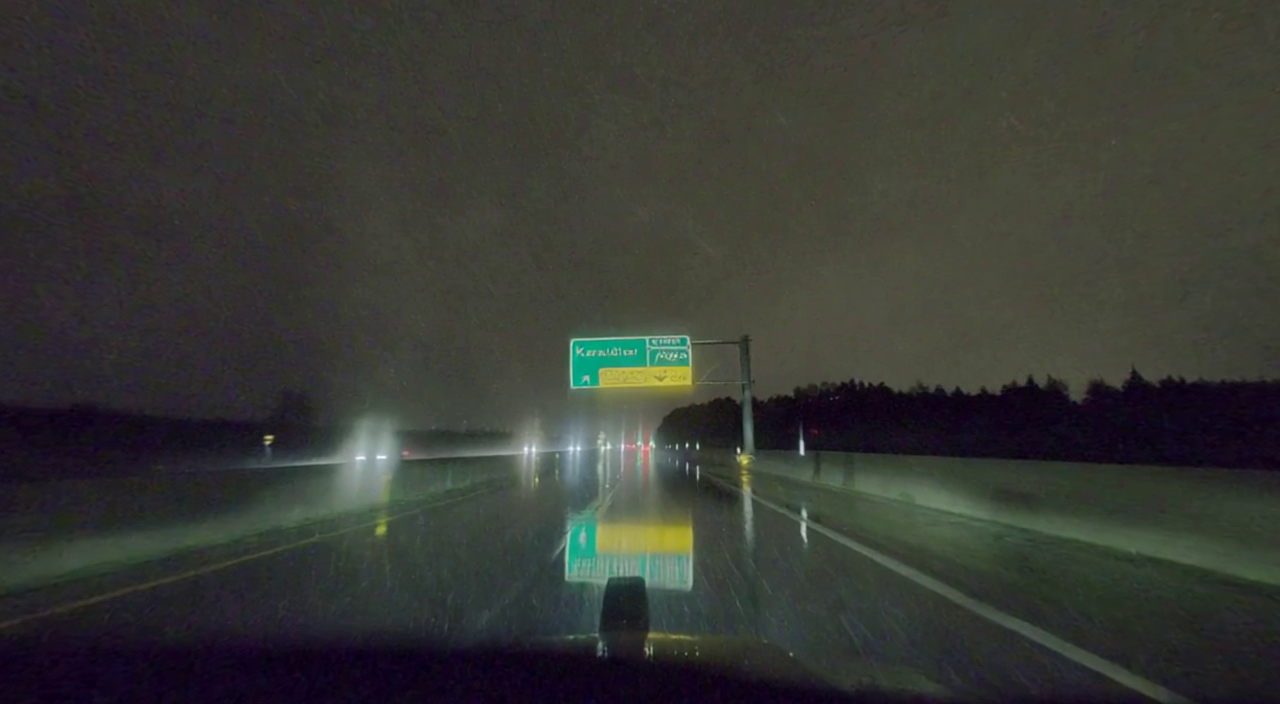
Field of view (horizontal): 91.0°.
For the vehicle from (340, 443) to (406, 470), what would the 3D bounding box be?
[{"bbox_3d":[-15.680,6.154,37.236,1.871,1.482,4.598,0,-8,0],"label":"vehicle"}]
